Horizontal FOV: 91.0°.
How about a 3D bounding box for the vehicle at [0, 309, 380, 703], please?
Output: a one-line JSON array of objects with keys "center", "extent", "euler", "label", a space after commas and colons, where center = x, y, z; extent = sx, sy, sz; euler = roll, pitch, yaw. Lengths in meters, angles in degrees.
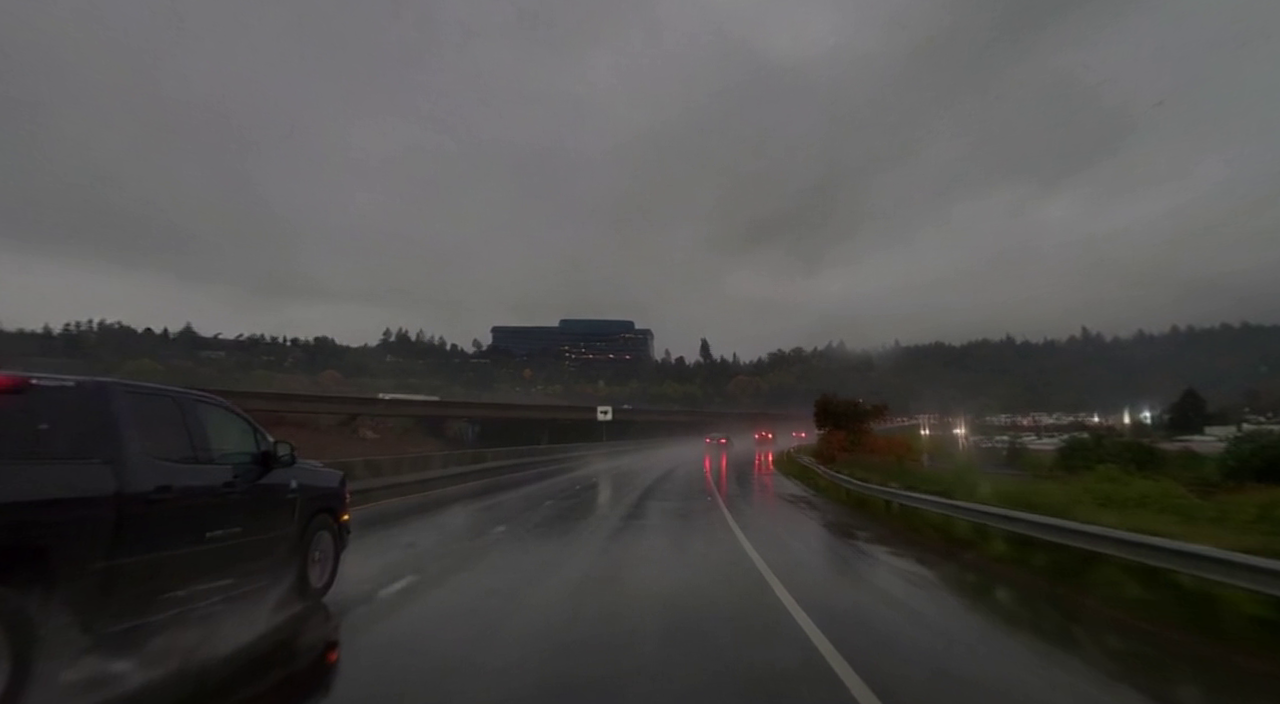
[{"center": [-3.318, 0.759, 2.842], "extent": [2.106, 1.640, 4.853], "euler": [0, -8, 1], "label": "vehicle"}]
